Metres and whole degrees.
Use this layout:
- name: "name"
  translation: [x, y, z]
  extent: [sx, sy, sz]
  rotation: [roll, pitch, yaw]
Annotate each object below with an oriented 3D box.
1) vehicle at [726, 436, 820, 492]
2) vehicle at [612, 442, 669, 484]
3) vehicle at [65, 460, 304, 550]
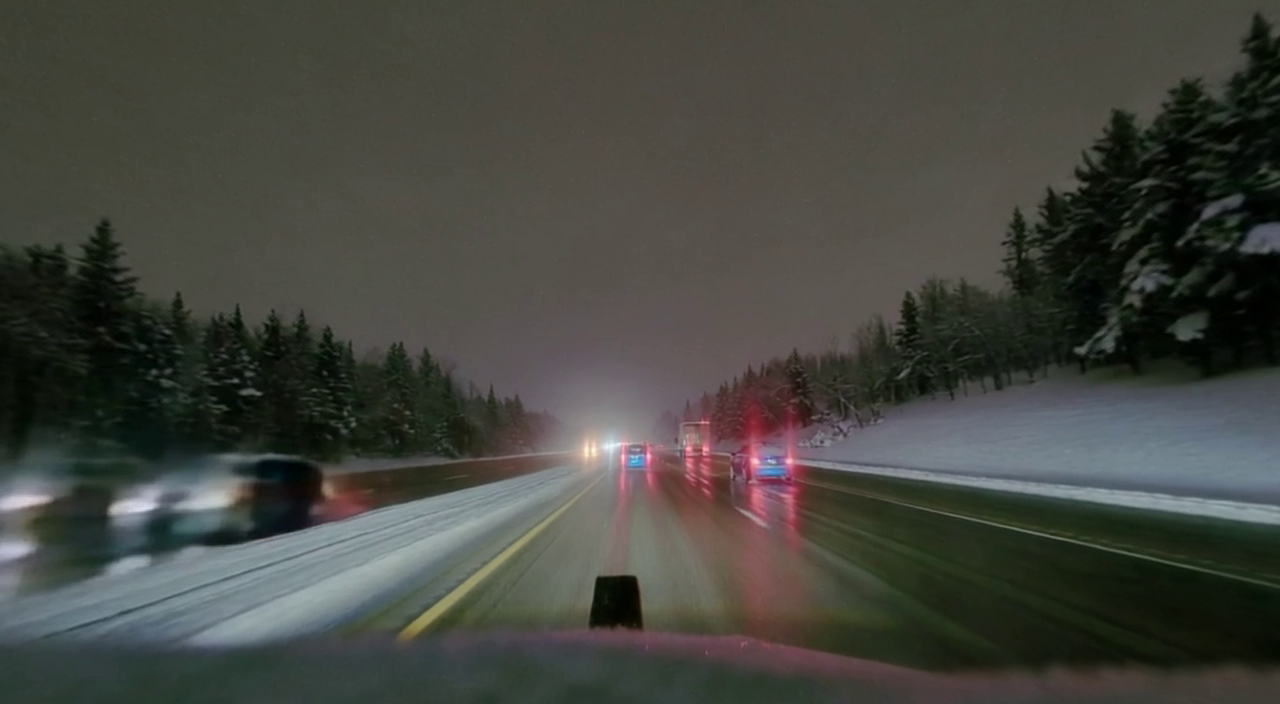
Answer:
- name: "vehicle"
  translation: [3.962, 3.425, 19.475]
  extent: [1.953, 1.540, 4.101]
  rotation: [0, -9, -1]
- name: "vehicle"
  translation: [0.005, 4.320, 24.600]
  extent: [2.066, 1.490, 3.759]
  rotation: [0, -9, 0]
- name: "vehicle"
  translation: [-9.345, 3.122, 13.442]
  extent: [1.912, 1.503, 4.270]
  rotation: [-1, -9, 0]
